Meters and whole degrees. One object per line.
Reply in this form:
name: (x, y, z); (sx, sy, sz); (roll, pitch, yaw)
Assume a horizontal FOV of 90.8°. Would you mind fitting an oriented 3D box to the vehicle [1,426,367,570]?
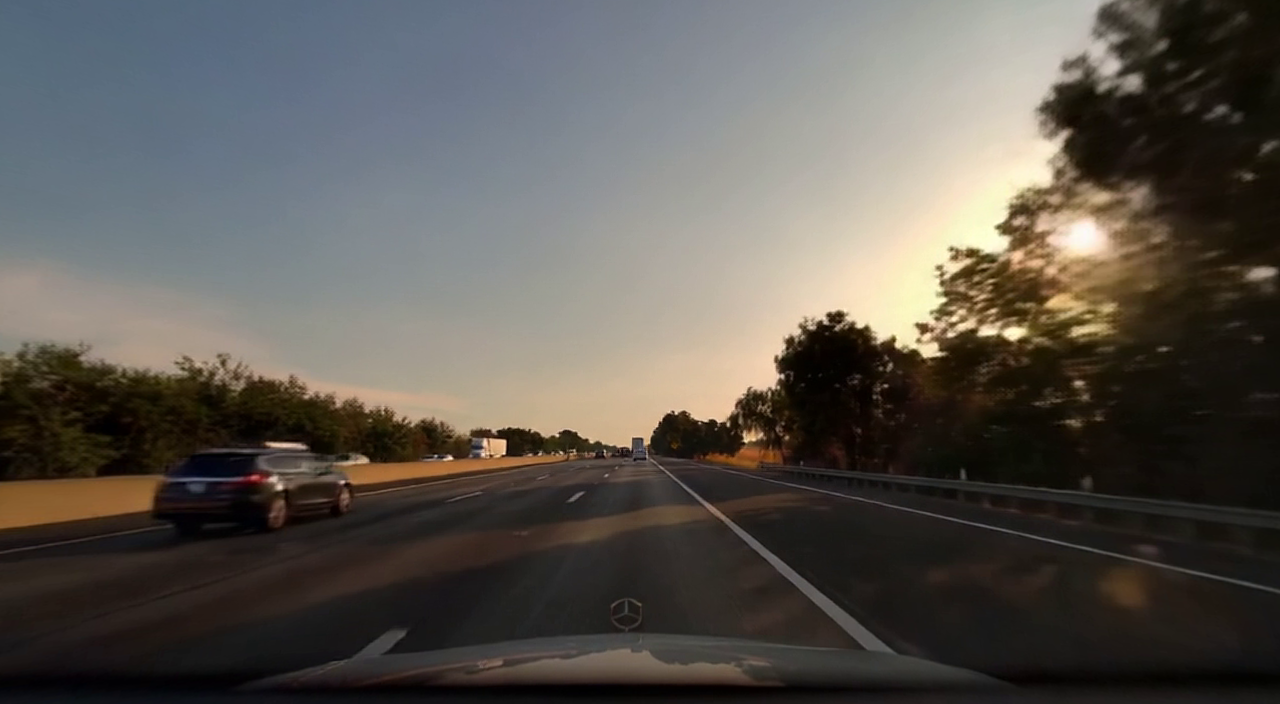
vehicle: (-6.492, 2.121, 9.940); (2.234, 1.698, 4.634); (0, -9, 1)
